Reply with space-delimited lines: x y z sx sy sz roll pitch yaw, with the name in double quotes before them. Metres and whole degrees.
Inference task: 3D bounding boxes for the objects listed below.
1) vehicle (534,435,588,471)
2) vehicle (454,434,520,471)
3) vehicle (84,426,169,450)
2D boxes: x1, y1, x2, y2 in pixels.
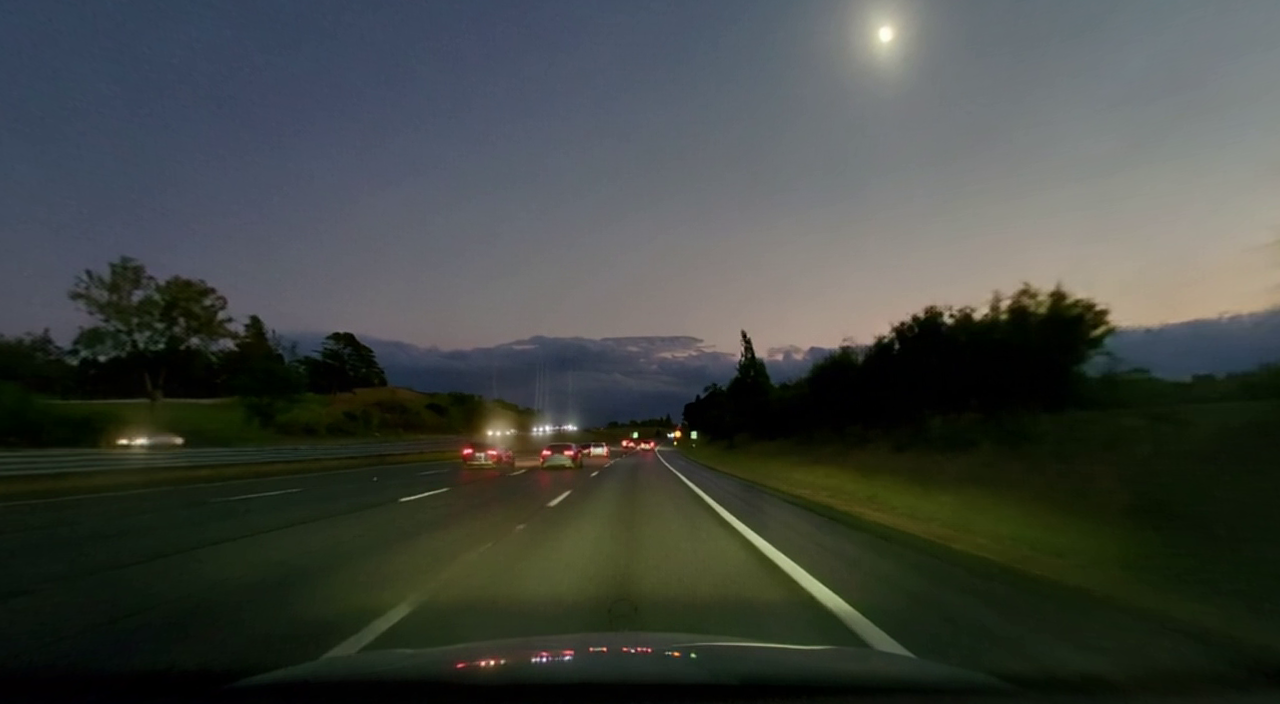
"vehicle" -3.932 5.116 31.936 2.035 1.673 4.469 0 -9 2
"vehicle" -7.604 5.062 31.828 2.108 1.686 4.556 0 -9 1
"vehicle" -33.558 5.694 41.313 1.827 1.487 4.306 0 -9 1
